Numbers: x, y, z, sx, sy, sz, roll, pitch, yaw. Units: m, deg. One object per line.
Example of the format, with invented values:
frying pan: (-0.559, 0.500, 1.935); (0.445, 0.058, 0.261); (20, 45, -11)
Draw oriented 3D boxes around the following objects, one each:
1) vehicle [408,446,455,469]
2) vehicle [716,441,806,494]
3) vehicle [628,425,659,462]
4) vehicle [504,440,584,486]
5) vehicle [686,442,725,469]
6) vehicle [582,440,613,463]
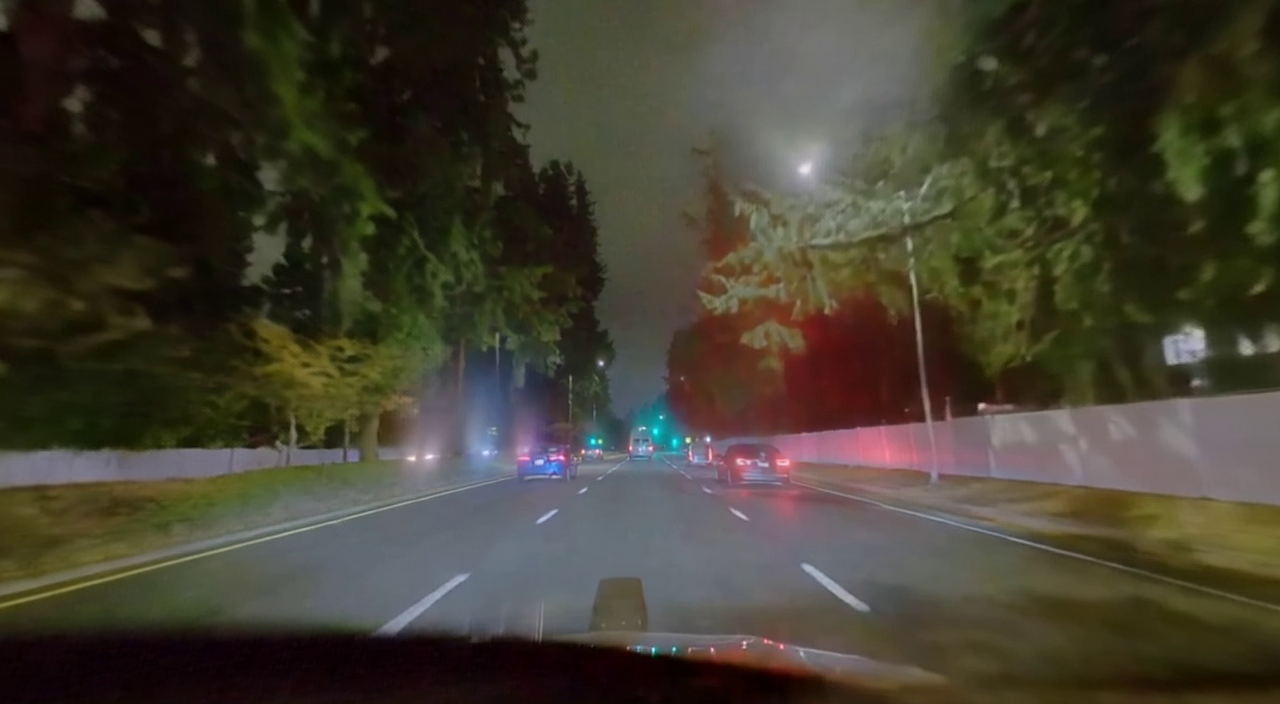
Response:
vehicle: (-13.979, 7.084, 42.347); (1.822, 1.461, 3.778); (0, -8, 0)
vehicle: (3.615, 3.520, 19.575); (1.945, 1.469, 4.258); (0, -8, 0)
vehicle: (0.328, 7.210, 49.285); (2.311, 2.726, 5.814); (0, -8, 1)
vehicle: (-3.311, 3.930, 22.606); (2.036, 1.474, 4.647); (0, -8, 2)
vehicle: (4.028, 6.404, 38.981); (1.905, 1.520, 4.340); (1, -8, -1)
vehicle: (-3.251, 7.720, 48.981); (2.021, 1.715, 4.329); (0, -8, 1)
